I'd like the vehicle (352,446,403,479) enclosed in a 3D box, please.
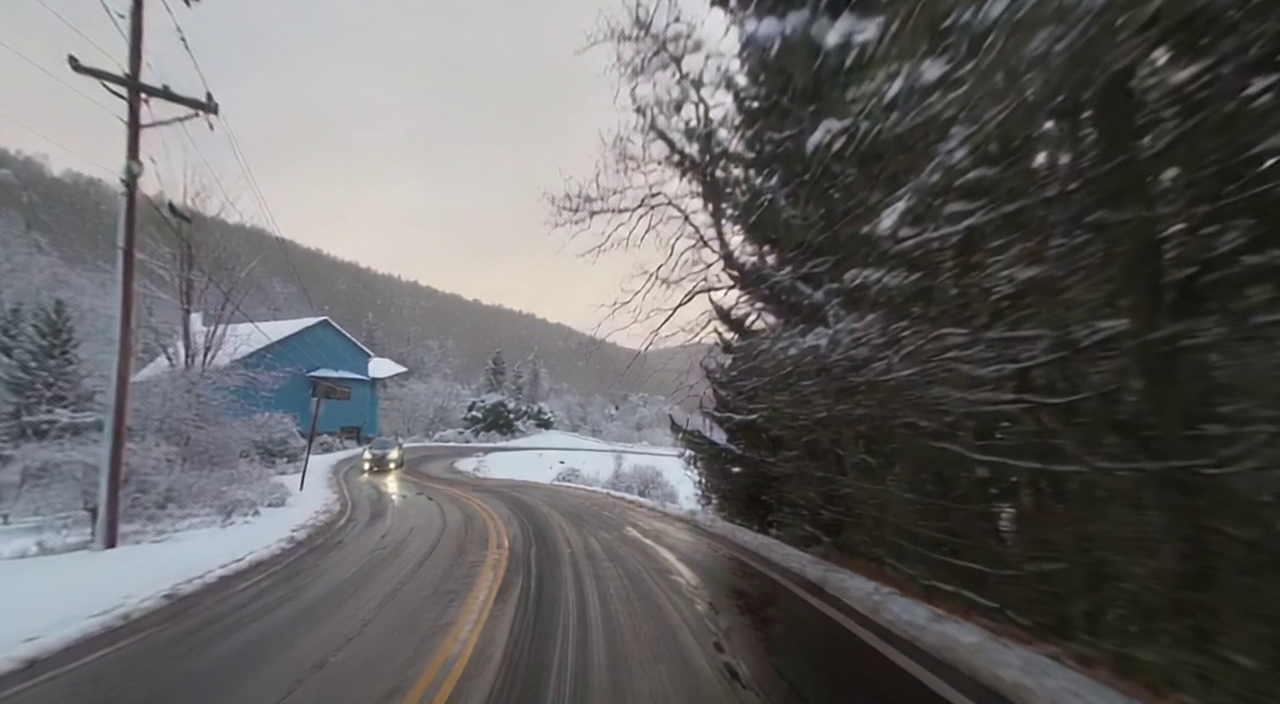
[{"bbox_3d":[-12.979,5.385,31.093,2.063,1.485,3.997,4,-9,-25],"label":"vehicle"}]
